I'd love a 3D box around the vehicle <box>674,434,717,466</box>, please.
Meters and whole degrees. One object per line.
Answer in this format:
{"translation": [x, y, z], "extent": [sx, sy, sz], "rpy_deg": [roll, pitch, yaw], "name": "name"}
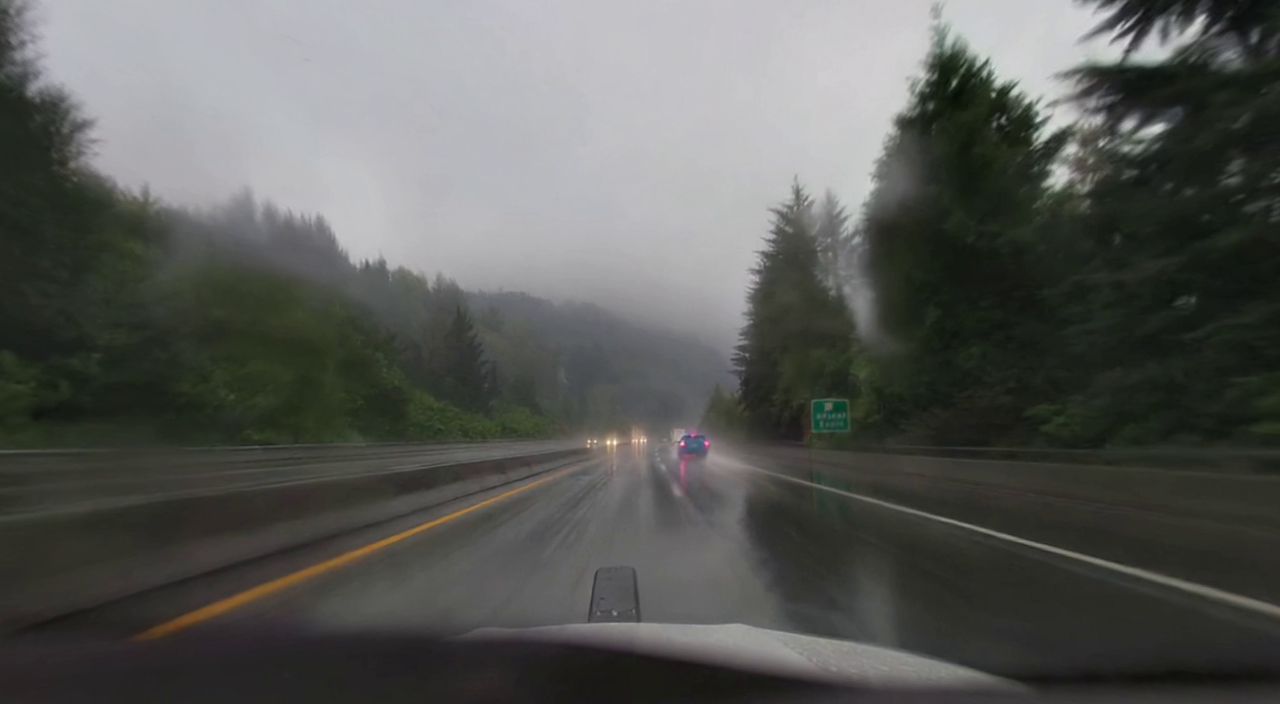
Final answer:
{"translation": [3.064, 5.496, 35.433], "extent": [2.022, 1.663, 4.245], "rpy_deg": [-1, -8, 0], "name": "vehicle"}
